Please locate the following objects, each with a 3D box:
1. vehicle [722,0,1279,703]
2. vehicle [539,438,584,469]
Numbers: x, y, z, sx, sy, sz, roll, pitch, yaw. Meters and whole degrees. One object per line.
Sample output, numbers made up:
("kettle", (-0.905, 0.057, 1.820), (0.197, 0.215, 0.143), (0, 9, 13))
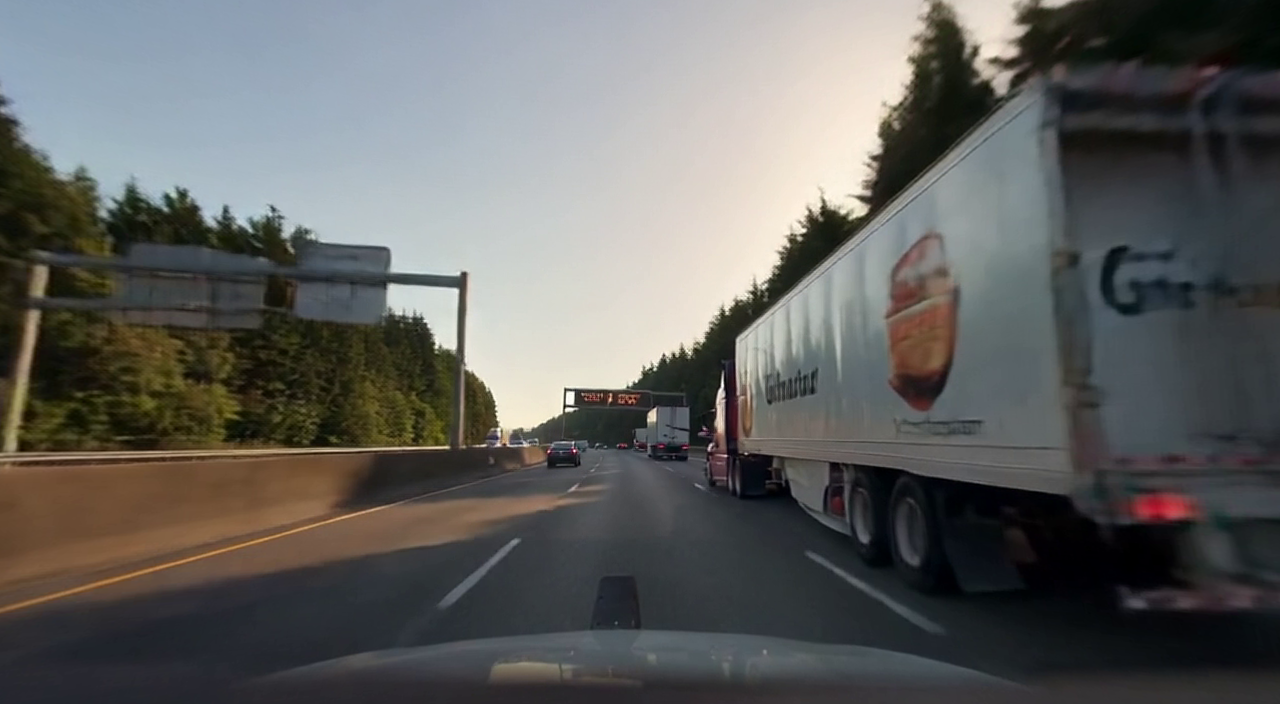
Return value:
("vehicle", (3.735, 0.600, 9.002), (2.948, 4.045, 13.051), (0, -8, -2))
("vehicle", (-4.433, 5.810, 36.224), (2.206, 1.644, 4.027), (0, -8, -2))
